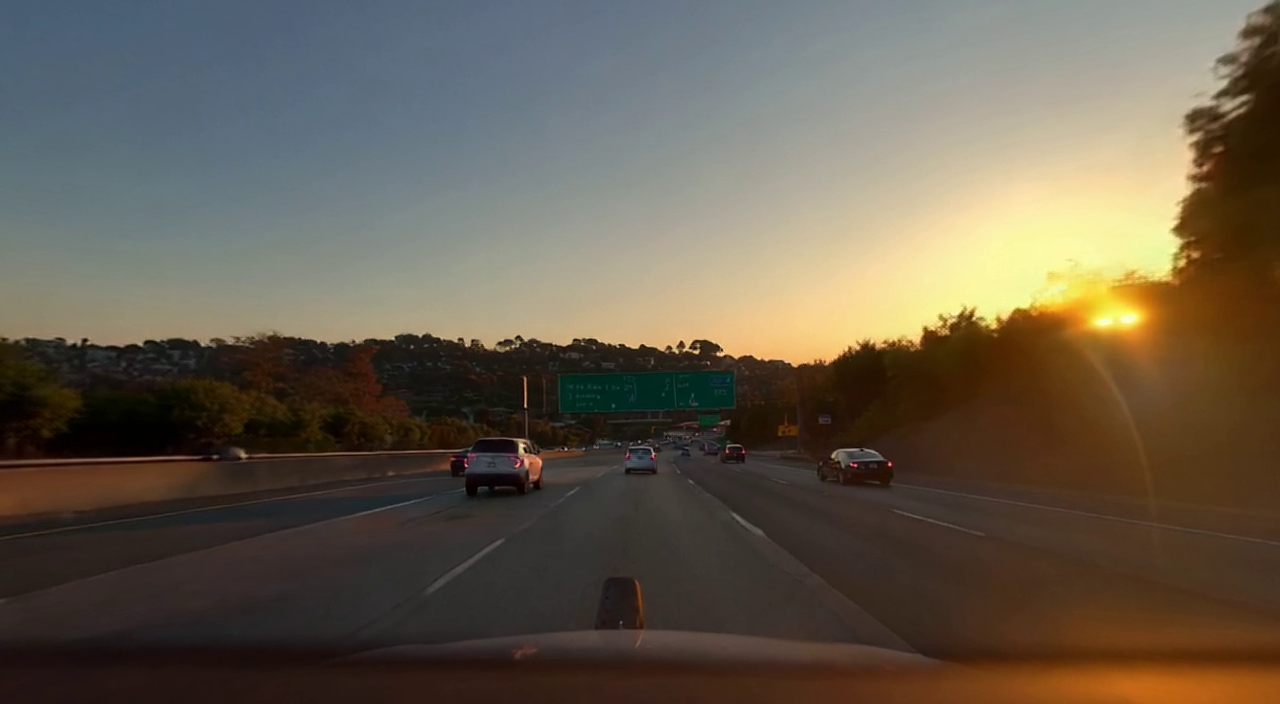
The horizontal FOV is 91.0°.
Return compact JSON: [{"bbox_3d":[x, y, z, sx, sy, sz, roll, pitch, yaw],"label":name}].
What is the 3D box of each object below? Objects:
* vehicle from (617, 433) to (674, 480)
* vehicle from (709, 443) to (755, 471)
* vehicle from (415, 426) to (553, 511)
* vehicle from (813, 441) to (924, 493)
[{"bbox_3d":[0.243,4.570,27.809,2.270,1.862,4.949,0,-9,1],"label":"vehicle"},{"bbox_3d":[5.204,6.015,36.188,2.005,1.456,4.287,0,-9,0],"label":"vehicle"},{"bbox_3d":[-3.576,2.769,15.380,2.142,1.759,4.297,0,-9,2],"label":"vehicle"},{"bbox_3d":[7.248,3.689,20.496,1.936,1.480,4.373,0,-9,0],"label":"vehicle"}]
